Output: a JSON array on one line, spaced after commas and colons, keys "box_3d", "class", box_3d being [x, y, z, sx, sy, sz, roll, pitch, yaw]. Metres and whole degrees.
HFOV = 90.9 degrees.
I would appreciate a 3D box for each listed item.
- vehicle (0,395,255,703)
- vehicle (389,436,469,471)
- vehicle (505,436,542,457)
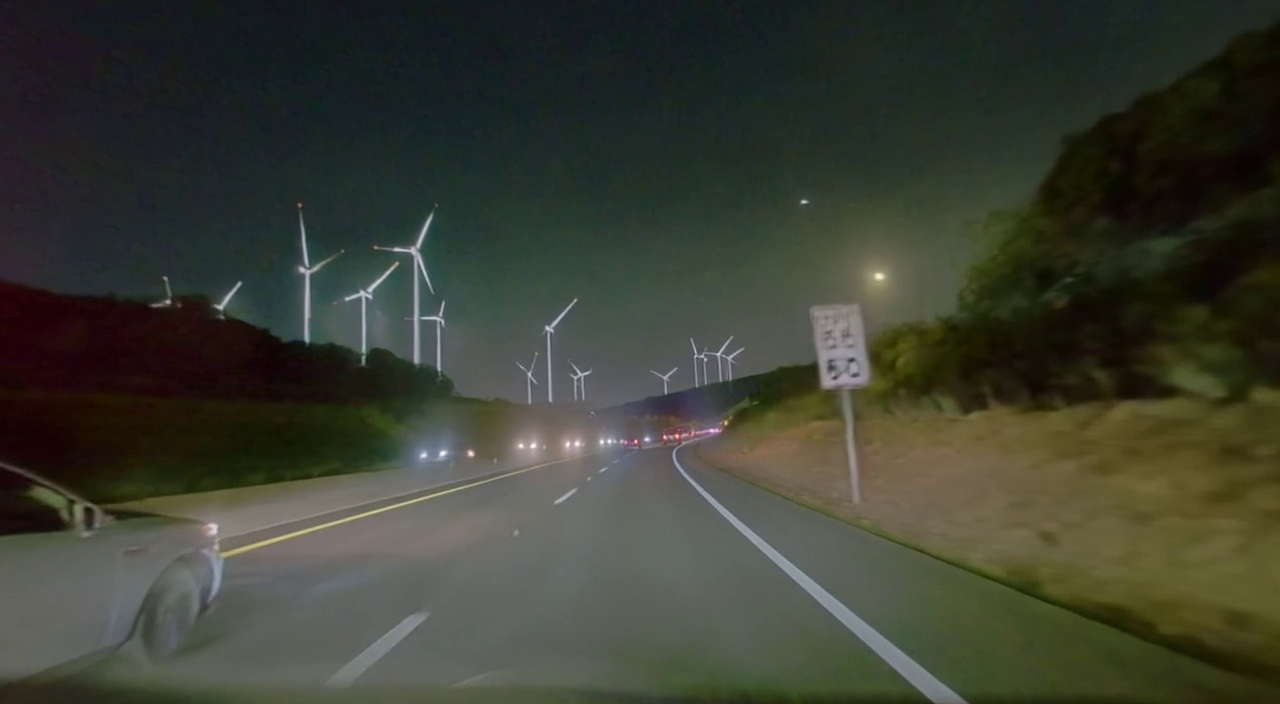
[{"box_3d": [-2.902, 0.721, 0.929, 1.918, 1.443, 4.422, 0, -8, -1], "class": "vehicle"}, {"box_3d": [-9.592, 4.638, 29.094, 1.917, 1.475, 4.700, 0, -8, 3], "class": "vehicle"}, {"box_3d": [-8.615, 7.034, 46.998, 1.823, 1.509, 4.008, 0, -8, 3], "class": "vehicle"}]
